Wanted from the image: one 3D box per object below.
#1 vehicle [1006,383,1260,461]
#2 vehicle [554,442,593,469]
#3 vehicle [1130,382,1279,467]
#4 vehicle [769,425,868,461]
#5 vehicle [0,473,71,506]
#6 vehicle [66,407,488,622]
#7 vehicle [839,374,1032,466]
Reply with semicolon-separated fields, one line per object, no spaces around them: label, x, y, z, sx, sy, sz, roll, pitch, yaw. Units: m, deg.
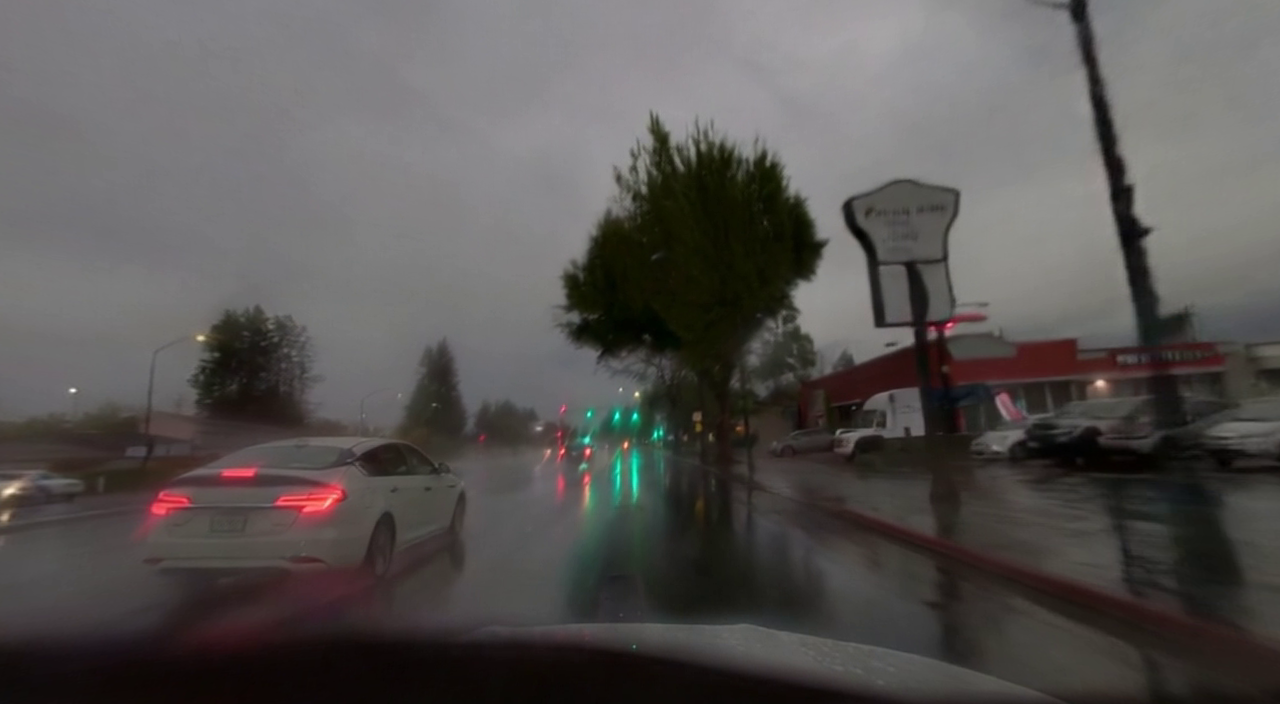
vehicle;12.603;1.848;16.430;4.780;1.870;2.140;0;-9;-2
vehicle;-3.931;6.195;37.988;1.955;1.461;4.396;0;-9;-1
vehicle;13.266;1.550;13.347;4.165;1.650;1.946;0;-9;-3
vehicle;10.497;5.389;37.350;5.130;1.902;2.056;-1;-9;-2
vehicle;-33.577;7.354;33.950;1.871;1.488;4.498;0;-9;-3
vehicle;-3.392;1.618;7.283;2.126;1.655;4.560;0;-9;0
vehicle;12.126;2.849;26.394;6.427;3.417;2.845;-2;-7;-2
